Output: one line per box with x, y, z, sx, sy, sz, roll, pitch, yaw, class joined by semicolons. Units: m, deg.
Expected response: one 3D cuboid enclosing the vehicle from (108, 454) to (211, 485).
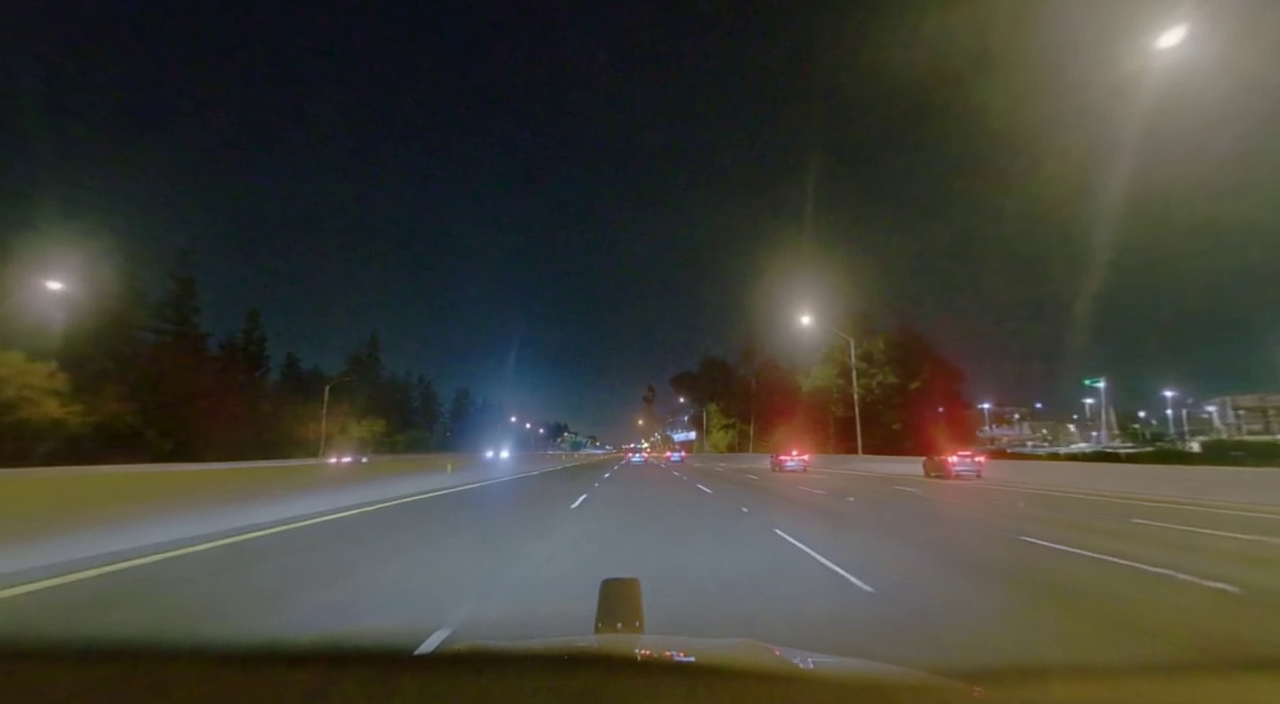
-24.464;5.965;32.406;1.821;1.405;4.438;0;-9;0;vehicle

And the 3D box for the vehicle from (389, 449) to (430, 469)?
-17.748;8.240;48.750;1.719;1.443;3.463;0;-8;2;vehicle

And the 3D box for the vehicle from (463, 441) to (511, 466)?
-9.932;6.608;41.467;1.915;1.524;4.623;0;-8;1;vehicle
